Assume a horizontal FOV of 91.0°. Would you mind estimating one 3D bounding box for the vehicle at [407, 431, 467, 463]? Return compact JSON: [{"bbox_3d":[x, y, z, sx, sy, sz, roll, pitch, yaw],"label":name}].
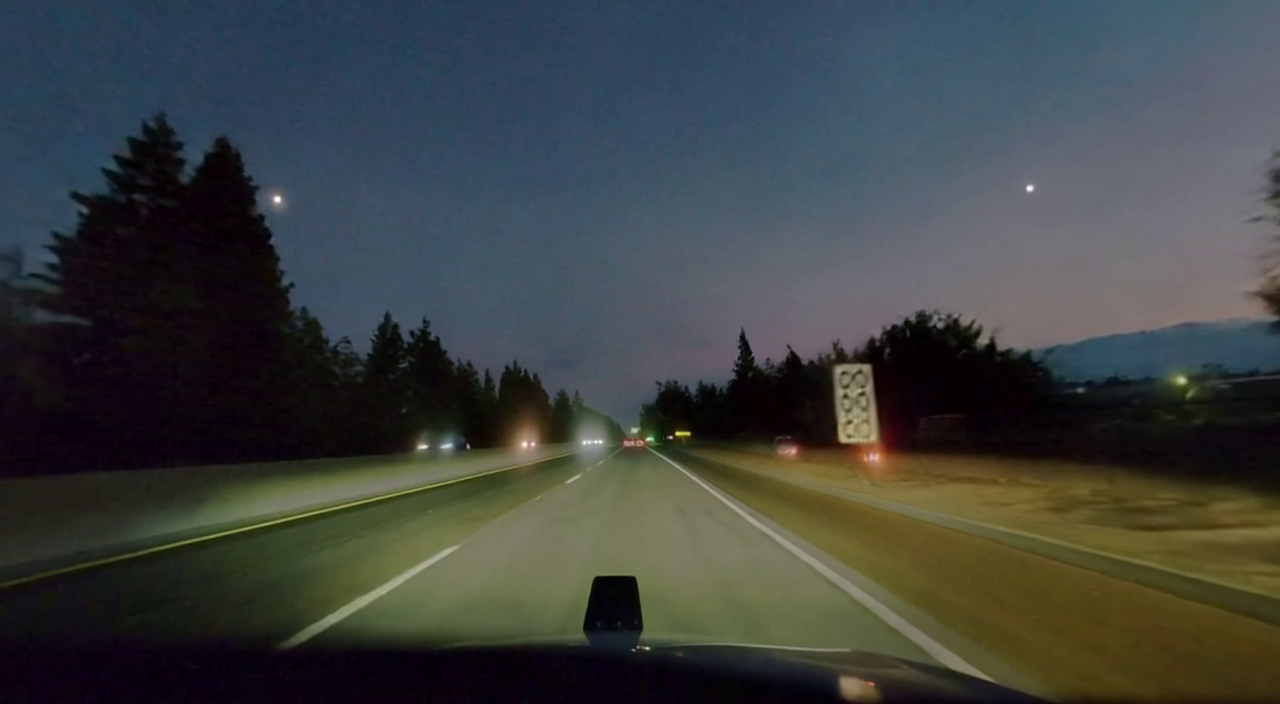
[{"bbox_3d":[-12.444,5.869,39.009,2.105,1.870,4.833,0,-8,0],"label":"vehicle"}]
